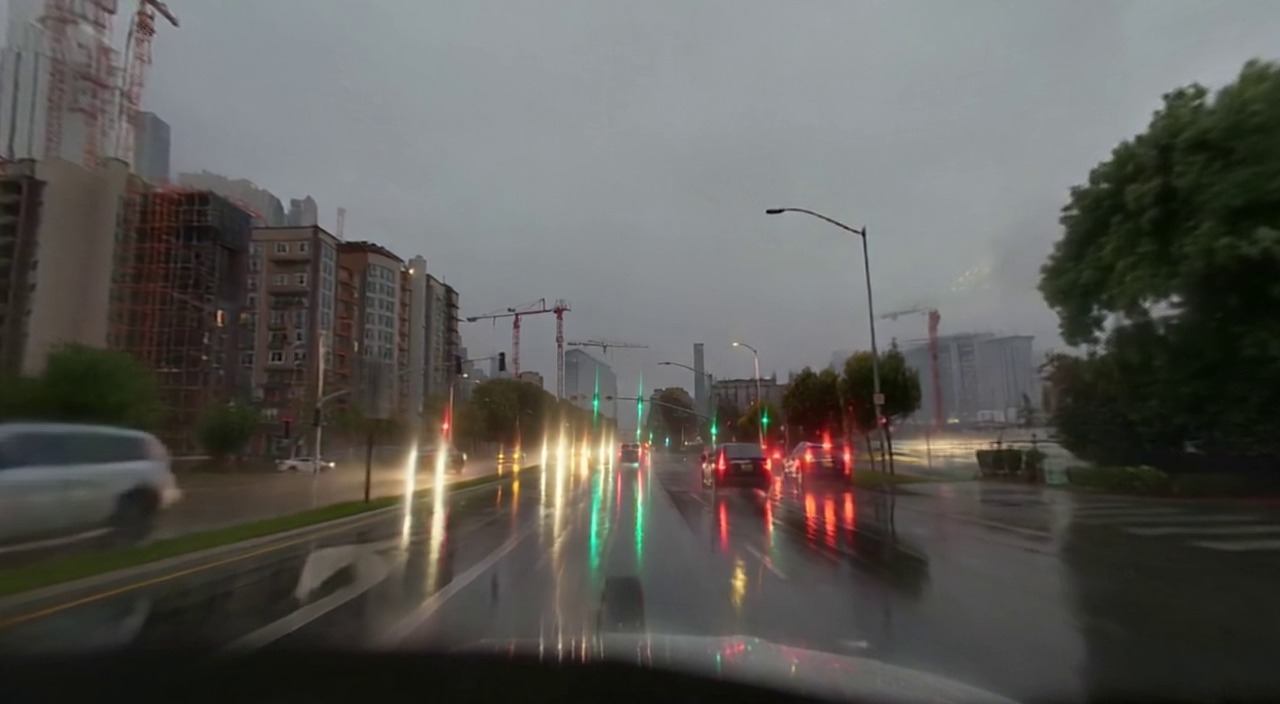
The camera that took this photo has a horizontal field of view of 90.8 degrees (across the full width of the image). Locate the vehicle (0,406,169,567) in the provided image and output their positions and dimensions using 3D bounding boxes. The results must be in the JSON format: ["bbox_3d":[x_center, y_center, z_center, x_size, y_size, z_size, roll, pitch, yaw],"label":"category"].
[{"bbox_3d":[-8.416,1.575,7.374,2.111,1.832,4.778,0,-9,0],"label":"vehicle"}]

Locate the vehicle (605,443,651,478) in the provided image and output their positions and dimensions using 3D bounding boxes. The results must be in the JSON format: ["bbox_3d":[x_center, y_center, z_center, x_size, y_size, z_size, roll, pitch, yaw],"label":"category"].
[{"bbox_3d":[-0.550,5.049,29.658,2.006,1.487,3.535,0,-9,-1],"label":"vehicle"}]

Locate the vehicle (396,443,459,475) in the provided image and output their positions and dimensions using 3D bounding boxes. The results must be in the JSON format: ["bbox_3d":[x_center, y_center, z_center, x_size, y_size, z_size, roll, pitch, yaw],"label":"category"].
[{"bbox_3d":[-11.996,6.045,35.963,1.975,1.714,4.638,0,-9,0],"label":"vehicle"}]

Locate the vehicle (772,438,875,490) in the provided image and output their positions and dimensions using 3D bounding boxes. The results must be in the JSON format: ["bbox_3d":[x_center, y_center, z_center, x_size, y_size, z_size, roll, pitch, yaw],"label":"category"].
[{"bbox_3d":[7.229,4.465,25.655,2.317,1.852,5.530,0,-9,-2],"label":"vehicle"}]

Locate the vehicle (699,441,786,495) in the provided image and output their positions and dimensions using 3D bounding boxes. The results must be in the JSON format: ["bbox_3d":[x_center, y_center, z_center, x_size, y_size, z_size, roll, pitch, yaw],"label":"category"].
[{"bbox_3d":[3.075,3.561,19.753,1.910,1.474,4.003,0,-9,-2],"label":"vehicle"}]
